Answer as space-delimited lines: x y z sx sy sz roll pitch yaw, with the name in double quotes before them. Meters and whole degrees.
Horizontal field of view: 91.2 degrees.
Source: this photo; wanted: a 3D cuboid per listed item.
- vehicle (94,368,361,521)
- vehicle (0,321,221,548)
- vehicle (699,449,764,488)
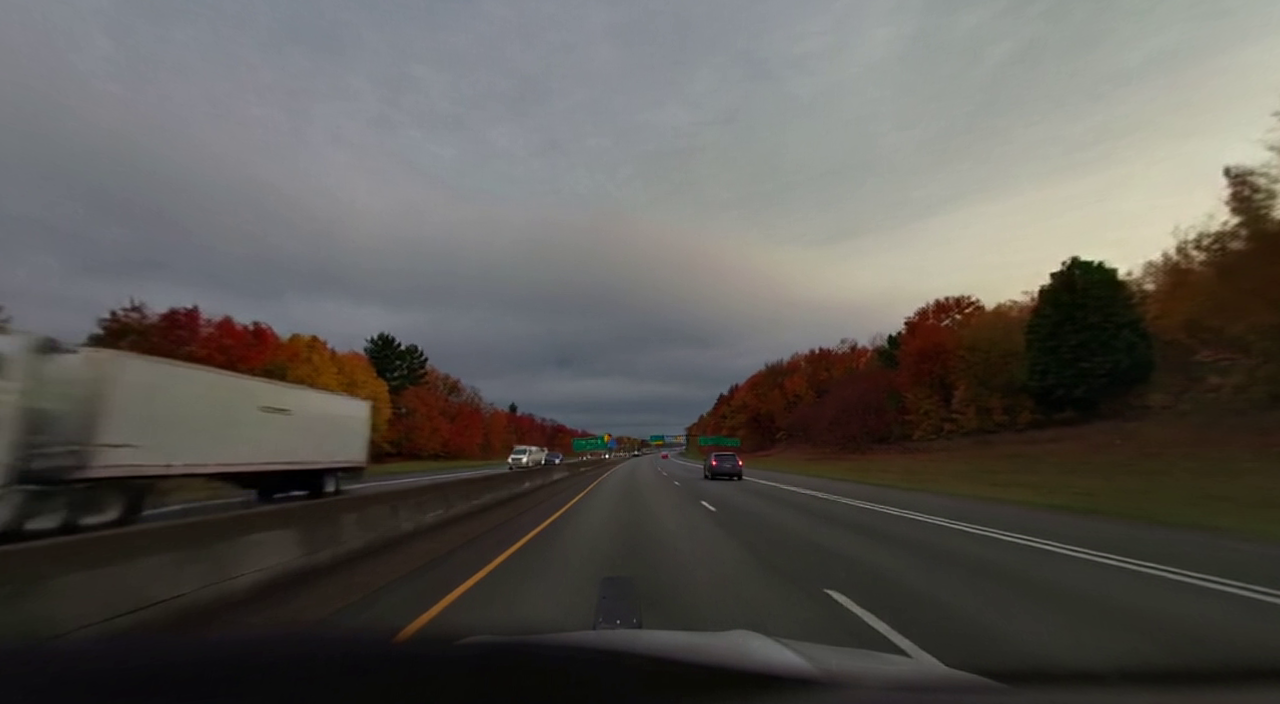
"vehicle" -12.904 3.117 21.139 2.861 4.025 8.961 0 -9 -1
"vehicle" -12.817 1.585 11.813 3.017 3.962 9.879 0 -9 -1
"vehicle" 3.870 5.027 27.408 2.070 1.546 4.648 0 -9 -1
